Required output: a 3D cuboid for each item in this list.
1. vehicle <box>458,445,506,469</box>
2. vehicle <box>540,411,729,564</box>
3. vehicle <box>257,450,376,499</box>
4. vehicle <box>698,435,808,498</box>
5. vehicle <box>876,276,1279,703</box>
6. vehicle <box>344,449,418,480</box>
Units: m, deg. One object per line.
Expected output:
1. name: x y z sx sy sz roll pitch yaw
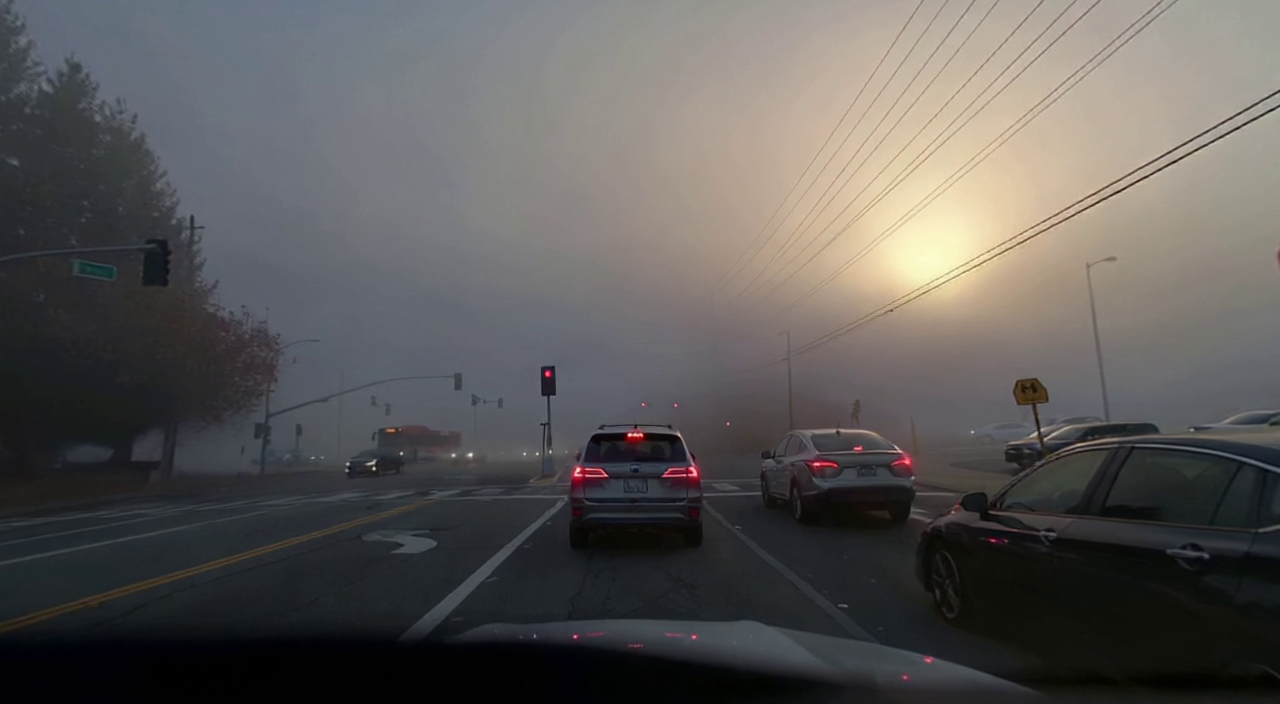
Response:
1. vehicle: -10.714 7.122 43.141 2.030 1.498 4.690 0 -9 0
2. vehicle: -0.112 1.807 9.115 2.087 1.677 4.053 0 -9 -1
3. vehicle: -10.431 3.957 20.738 1.812 1.403 3.918 0 -9 0
4. vehicle: 2.883 3.043 17.194 2.040 1.481 4.407 0 -9 -2
5. vehicle: 3.091 0.838 3.211 2.049 1.813 4.245 0 -9 -1
6. vehicle: -13.655 5.911 33.620 1.967 1.486 4.701 0 -9 -1
